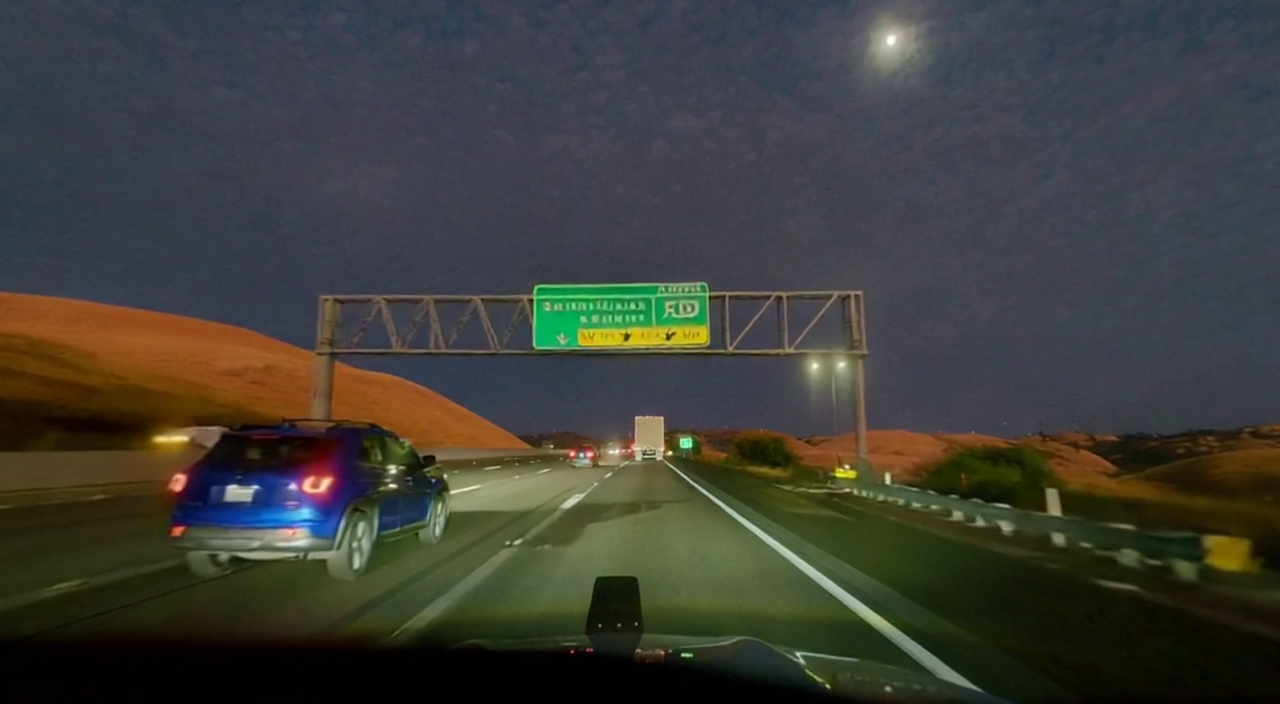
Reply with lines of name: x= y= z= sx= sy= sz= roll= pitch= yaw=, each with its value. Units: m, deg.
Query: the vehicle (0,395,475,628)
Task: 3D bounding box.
vehicle: x=-3.657 y=1.553 z=7.156 sx=2.194 sy=1.725 sz=4.698 roll=0 pitch=-9 yaw=1

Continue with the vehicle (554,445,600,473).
vehicle: x=-3.563 y=6.157 z=36.377 sx=2.101 sy=1.476 sz=4.471 roll=0 pitch=-9 yaw=1
